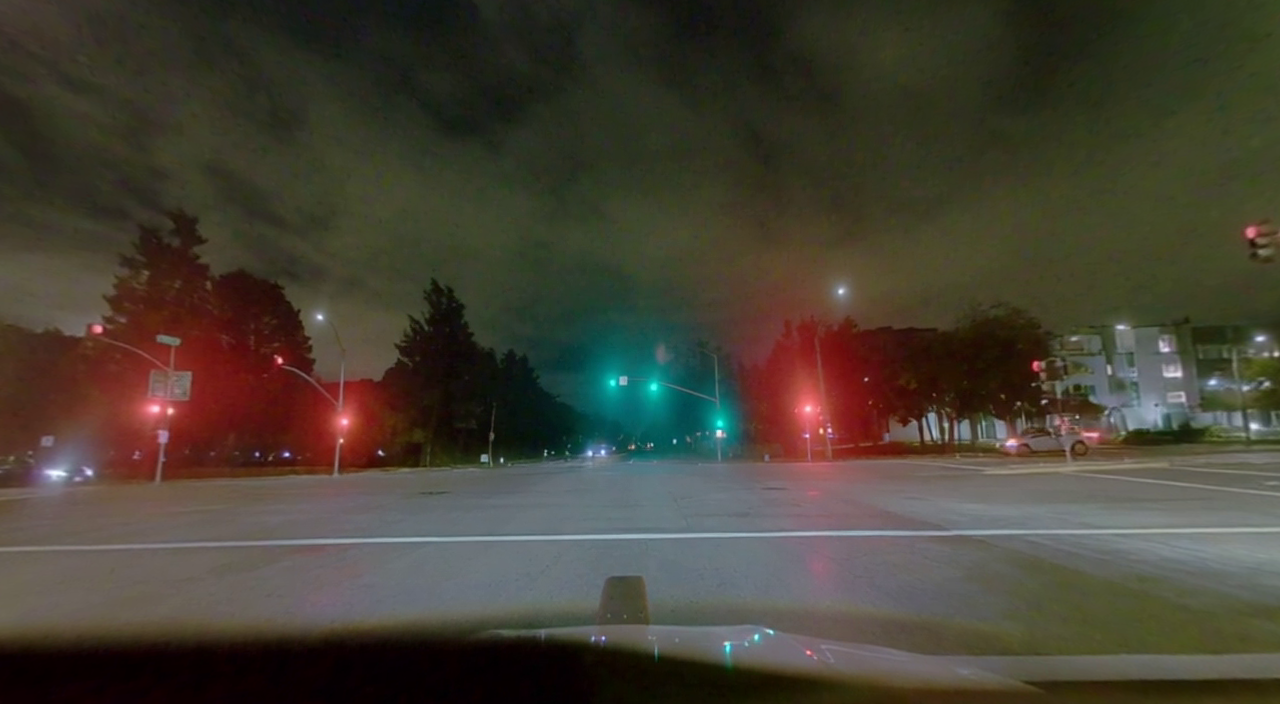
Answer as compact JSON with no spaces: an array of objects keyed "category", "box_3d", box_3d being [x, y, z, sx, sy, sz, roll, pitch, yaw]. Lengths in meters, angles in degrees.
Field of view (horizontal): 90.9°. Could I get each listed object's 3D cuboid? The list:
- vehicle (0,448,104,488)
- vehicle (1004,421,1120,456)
[{"category":"vehicle","box_3d":[-25.227,4.766,26.085,4.332,1.573,1.900,0,-8,3]},{"category":"vehicle","box_3d":[21.516,4.433,32.261,4.483,1.691,1.949,0,-8,1]}]
